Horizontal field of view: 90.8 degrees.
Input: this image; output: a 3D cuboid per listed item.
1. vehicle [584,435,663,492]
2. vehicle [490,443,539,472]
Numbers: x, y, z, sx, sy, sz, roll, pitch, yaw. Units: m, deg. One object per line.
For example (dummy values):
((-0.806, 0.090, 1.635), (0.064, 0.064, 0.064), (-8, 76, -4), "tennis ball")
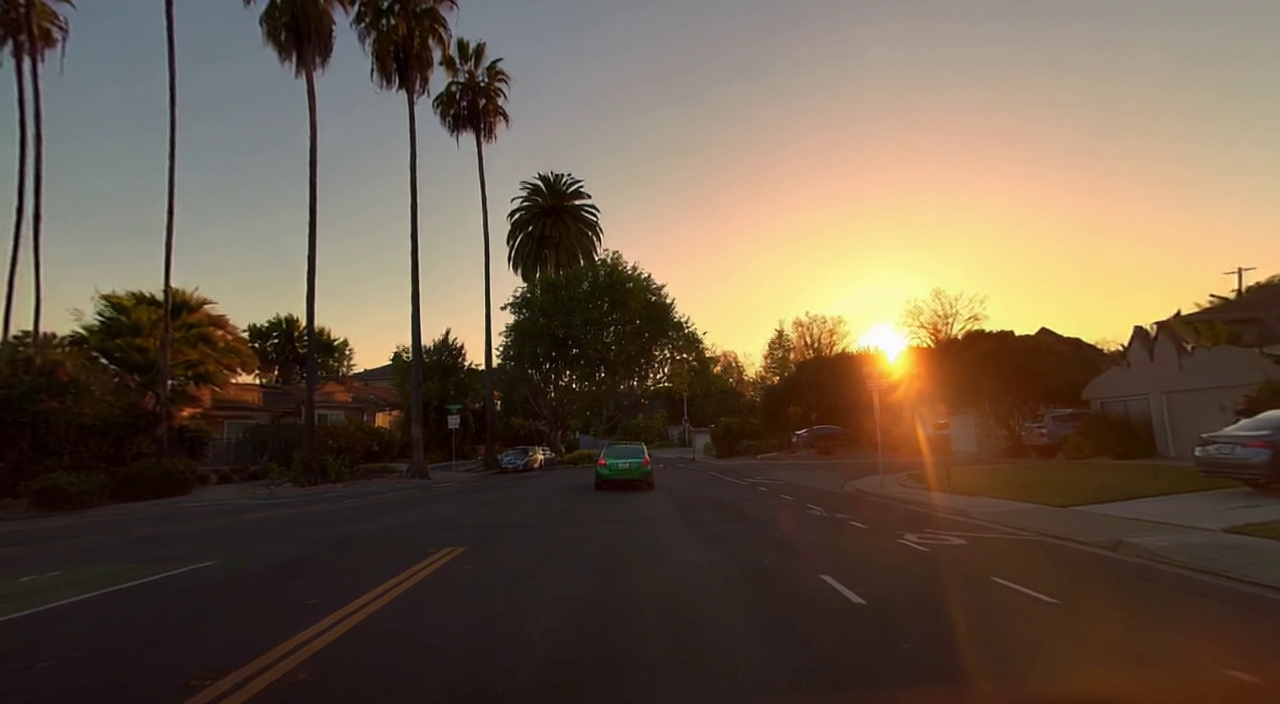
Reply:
((-0.473, 3.279, 18.912), (2.098, 1.483, 4.099), (0, -9, -1), "vehicle")
((-7.905, 6.684, 40.263), (2.069, 1.441, 4.368), (-3, -7, 2), "vehicle")
